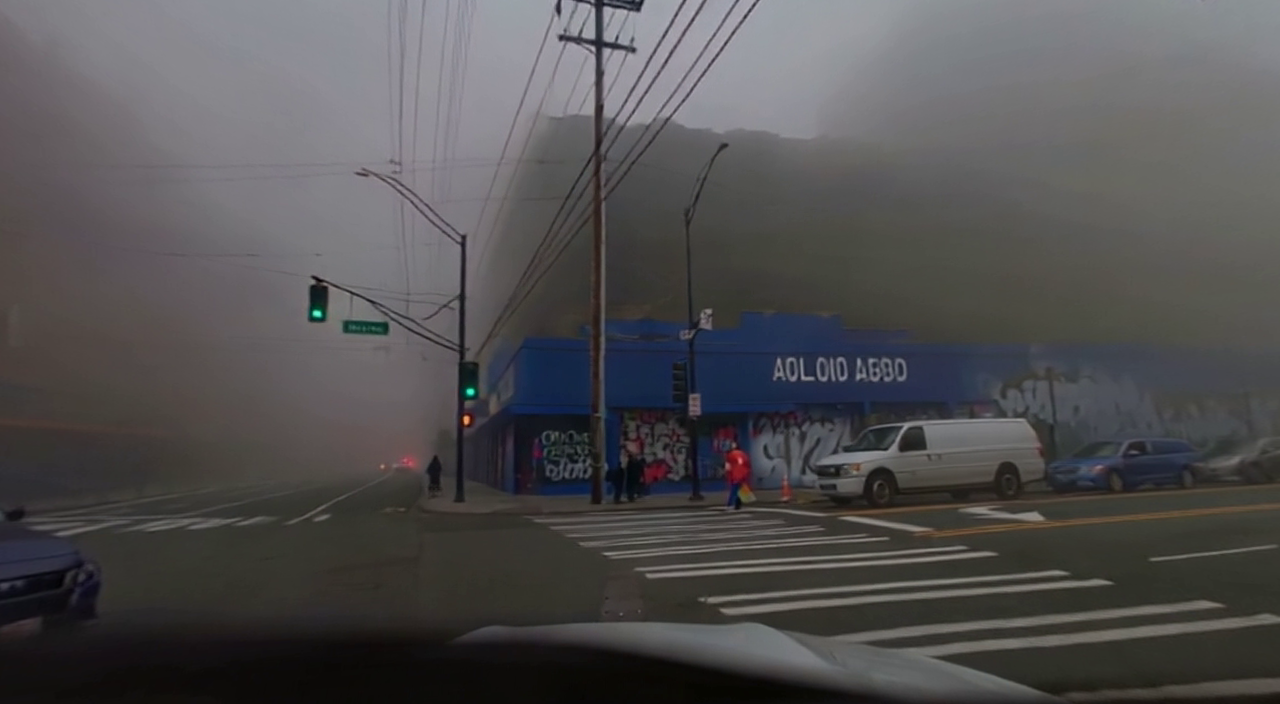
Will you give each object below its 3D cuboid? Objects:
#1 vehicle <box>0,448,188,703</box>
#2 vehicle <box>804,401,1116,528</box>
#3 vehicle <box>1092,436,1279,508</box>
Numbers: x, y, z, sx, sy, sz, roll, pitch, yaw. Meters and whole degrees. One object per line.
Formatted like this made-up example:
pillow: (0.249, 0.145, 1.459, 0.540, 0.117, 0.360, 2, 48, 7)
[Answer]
vehicle: (-5.850, 1.380, 4.155, 4.439, 1.457, 2.097, -2, -9, 11)
vehicle: (5.940, 2.039, 11.908, 4.970, 1.972, 2.372, 3, -9, -21)
vehicle: (13.207, 2.711, 14.697, 4.672, 1.459, 1.938, 3, -9, -20)
